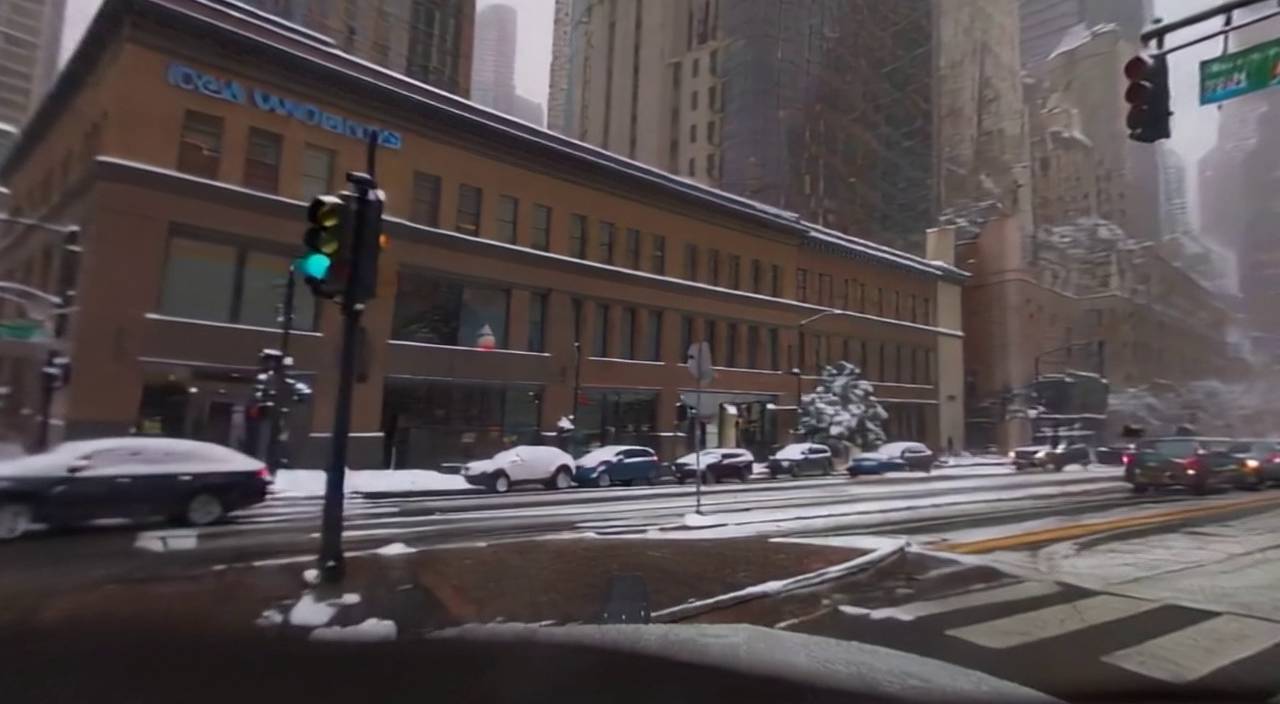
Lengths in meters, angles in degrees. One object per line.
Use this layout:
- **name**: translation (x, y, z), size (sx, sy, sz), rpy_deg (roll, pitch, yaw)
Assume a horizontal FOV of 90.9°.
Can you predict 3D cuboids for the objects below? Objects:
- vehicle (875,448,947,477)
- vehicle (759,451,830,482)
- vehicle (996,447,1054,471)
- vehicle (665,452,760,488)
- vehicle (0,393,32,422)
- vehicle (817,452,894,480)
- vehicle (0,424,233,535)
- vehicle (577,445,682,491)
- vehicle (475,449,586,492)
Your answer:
- **vehicle**: translation (16.974, 6.846, 39.465), size (4.502, 1.696, 1.884), rpy_deg (6, -10, -33)
- **vehicle**: translation (8.353, 6.157, 34.011), size (3.522, 1.546, 1.721), rpy_deg (6, -10, -34)
- **vehicle**: translation (28.890, 7.973, 47.242), size (4.574, 1.700, 1.911), rpy_deg (6, -10, -34)
- **vehicle**: translation (3.538, 5.653, 30.528), size (4.418, 1.556, 1.814), rpy_deg (6, -10, -34)
- **vehicle**: translation (-42.164, 3.680, 41.689), size (1.891, 1.706, 4.441), rpy_deg (5, -10, -33)
- **vehicle**: translation (12.481, 6.546, 36.456), size (4.494, 1.481, 1.783), rpy_deg (6, -10, -34)
- **vehicle**: translation (-9.573, 2.061, 10.516), size (4.291, 1.606, 1.859), rpy_deg (8, -12, -43)
- **vehicle**: translation (-0.431, 5.096, 28.073), size (4.289, 1.875, 1.963), rpy_deg (6, -10, -35)
- **vehicle**: translation (-4.367, 4.736, 25.506), size (4.035, 1.586, 1.738), rpy_deg (6, -10, -34)
